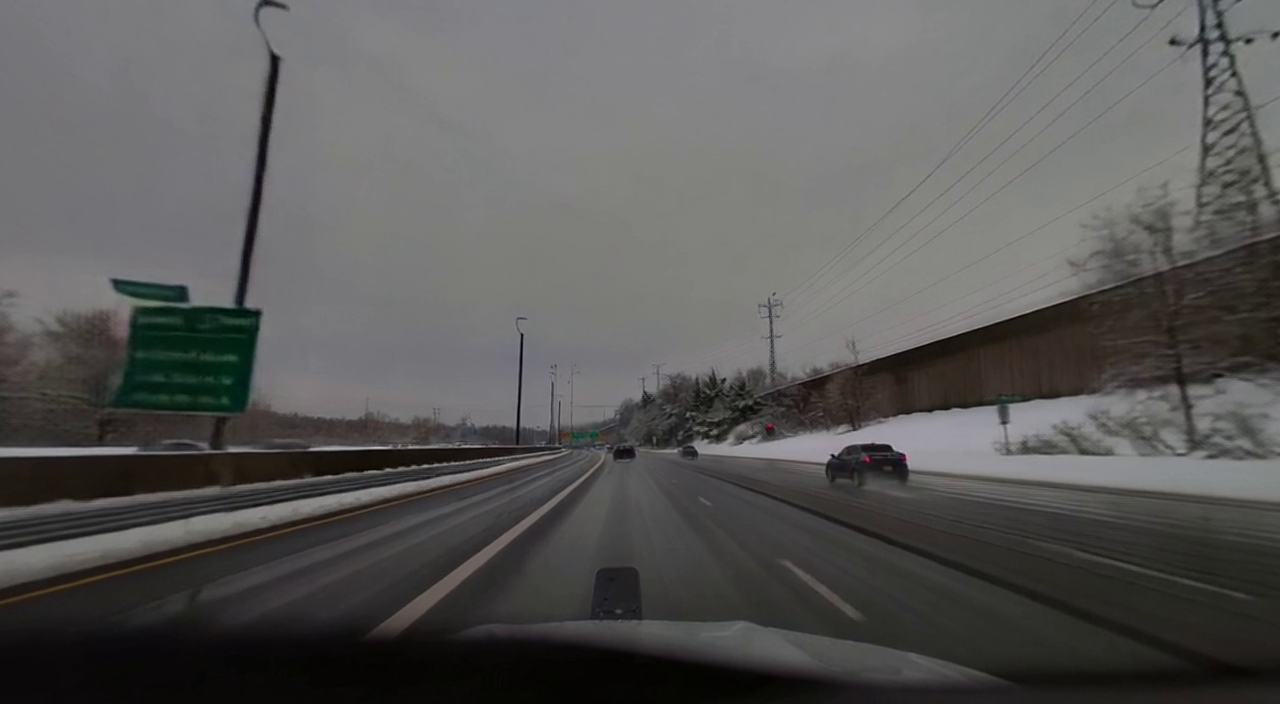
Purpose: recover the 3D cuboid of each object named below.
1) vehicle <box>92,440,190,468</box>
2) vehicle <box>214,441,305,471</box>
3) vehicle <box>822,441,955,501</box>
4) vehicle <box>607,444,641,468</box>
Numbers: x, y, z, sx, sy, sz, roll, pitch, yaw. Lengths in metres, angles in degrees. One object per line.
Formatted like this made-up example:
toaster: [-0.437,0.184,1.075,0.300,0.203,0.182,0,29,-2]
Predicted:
vehicle: [-28.053,5.732,35.806,1.844,1.468,4.671,0,-8,-2]
vehicle: [-20.338,5.556,34.118,2.073,1.464,4.750,0,-8,-2]
vehicle: [6.728,3.240,17.715,1.876,1.451,4.154,0,-8,-3]
vehicle: [-1.130,6.932,42.477,2.109,1.489,4.027,0,-8,-3]
